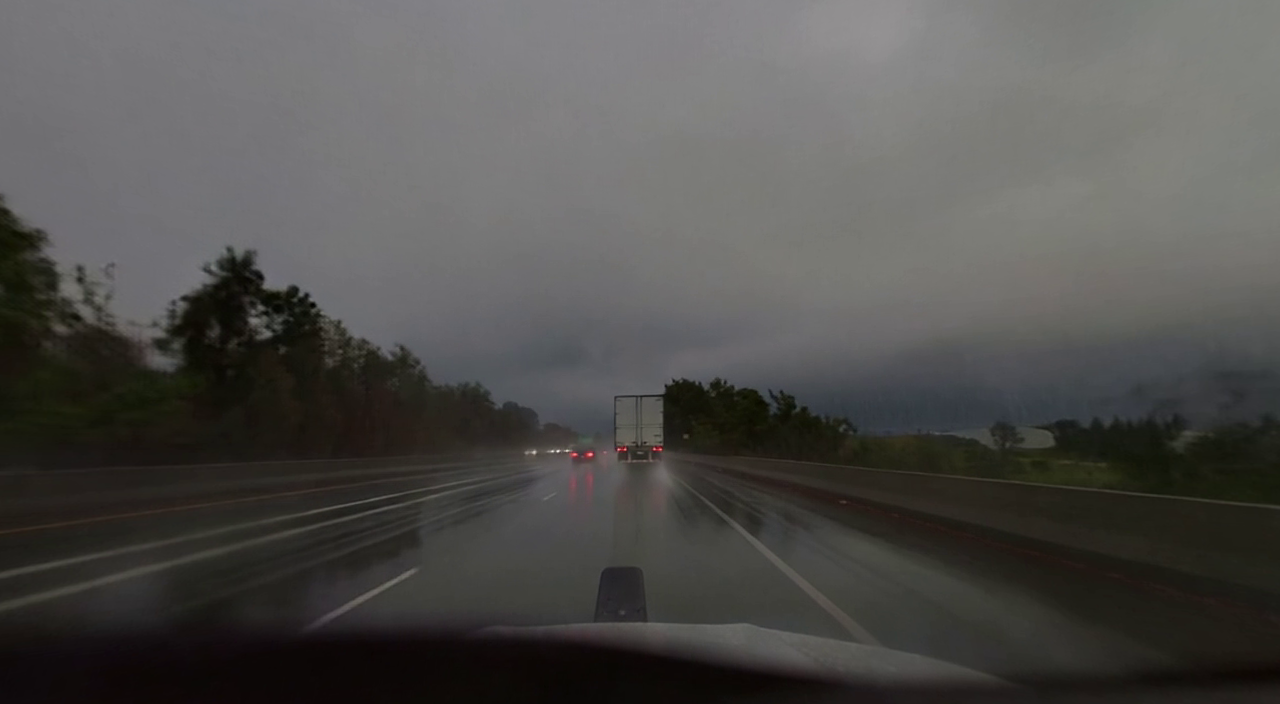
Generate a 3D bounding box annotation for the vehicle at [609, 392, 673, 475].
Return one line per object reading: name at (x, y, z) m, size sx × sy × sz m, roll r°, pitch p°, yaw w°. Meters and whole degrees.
vehicle at (0.057, 4.568, 34.375) m, size 2.959 × 3.828 × 9.617 m, roll 0°, pitch -9°, yaw 0°

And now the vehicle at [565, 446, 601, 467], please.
vehicle at (-4.197, 7.814, 47.126) m, size 2.206 × 1.478 × 4.824 m, roll 0°, pitch -9°, yaw 0°
